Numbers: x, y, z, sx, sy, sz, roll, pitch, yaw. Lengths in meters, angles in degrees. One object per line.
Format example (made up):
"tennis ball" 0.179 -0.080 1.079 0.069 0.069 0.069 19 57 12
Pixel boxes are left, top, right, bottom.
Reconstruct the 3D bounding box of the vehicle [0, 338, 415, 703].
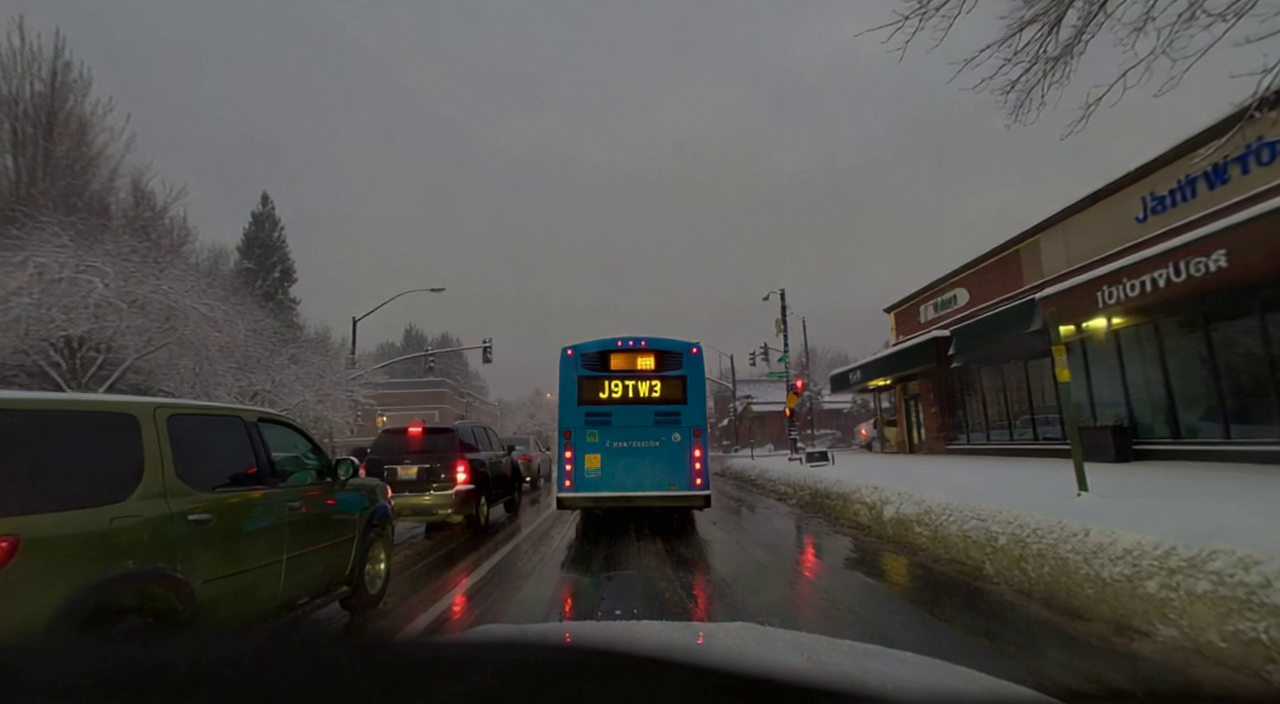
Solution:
"vehicle" -3.224 1.089 3.950 2.020 1.725 4.384 0 -8 0

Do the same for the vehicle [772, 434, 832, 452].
"vehicle" 11.914 6.737 46.657 3.949 1.337 1.738 0 -9 -3

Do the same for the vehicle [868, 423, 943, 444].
"vehicle" 19.787 6.108 47.203 4.827 1.555 1.863 1 -9 -6

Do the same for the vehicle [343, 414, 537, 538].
"vehicle" -3.353 2.201 11.800 2.096 1.828 4.669 0 -8 0

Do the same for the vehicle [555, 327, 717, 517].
"vehicle" -0.316 1.993 16.577 2.938 3.468 9.972 0 -9 -3
